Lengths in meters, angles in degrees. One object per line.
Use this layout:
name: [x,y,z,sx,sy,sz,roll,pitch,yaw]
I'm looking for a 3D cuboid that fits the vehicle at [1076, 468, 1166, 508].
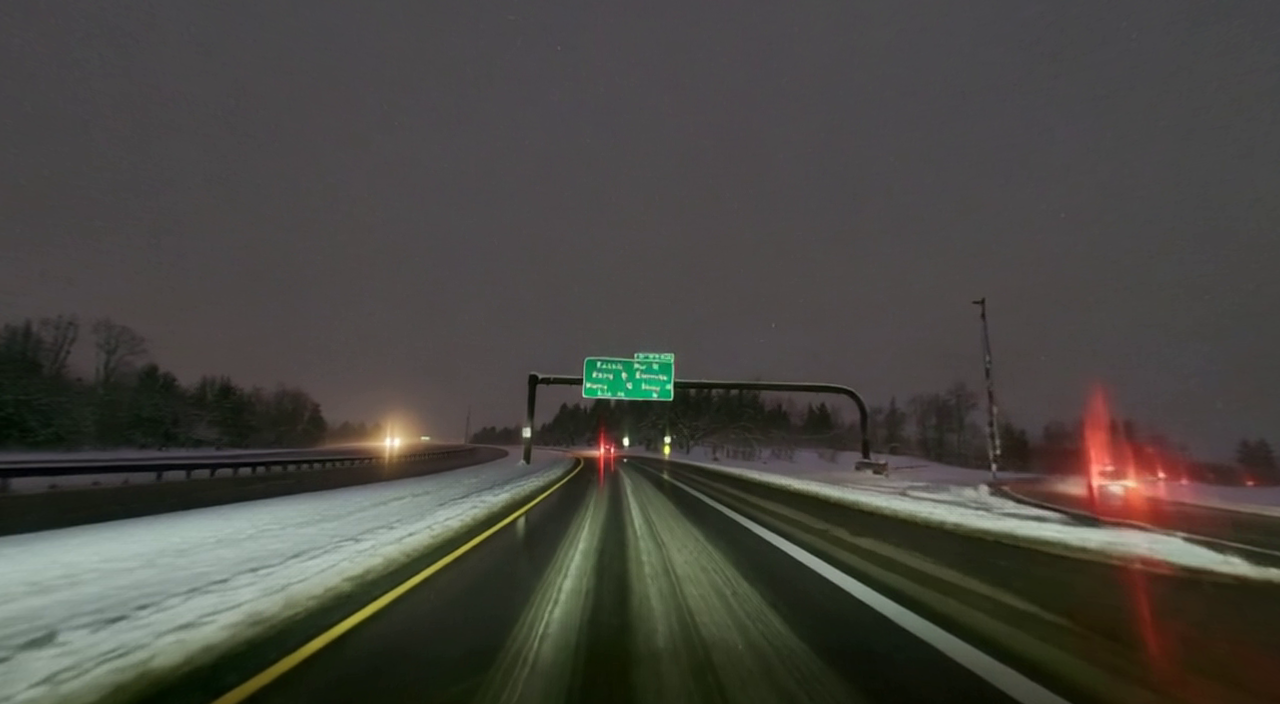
vehicle: [20.191,5.670,26.569,2.129,1.444,3.649,-4,-10,24]
